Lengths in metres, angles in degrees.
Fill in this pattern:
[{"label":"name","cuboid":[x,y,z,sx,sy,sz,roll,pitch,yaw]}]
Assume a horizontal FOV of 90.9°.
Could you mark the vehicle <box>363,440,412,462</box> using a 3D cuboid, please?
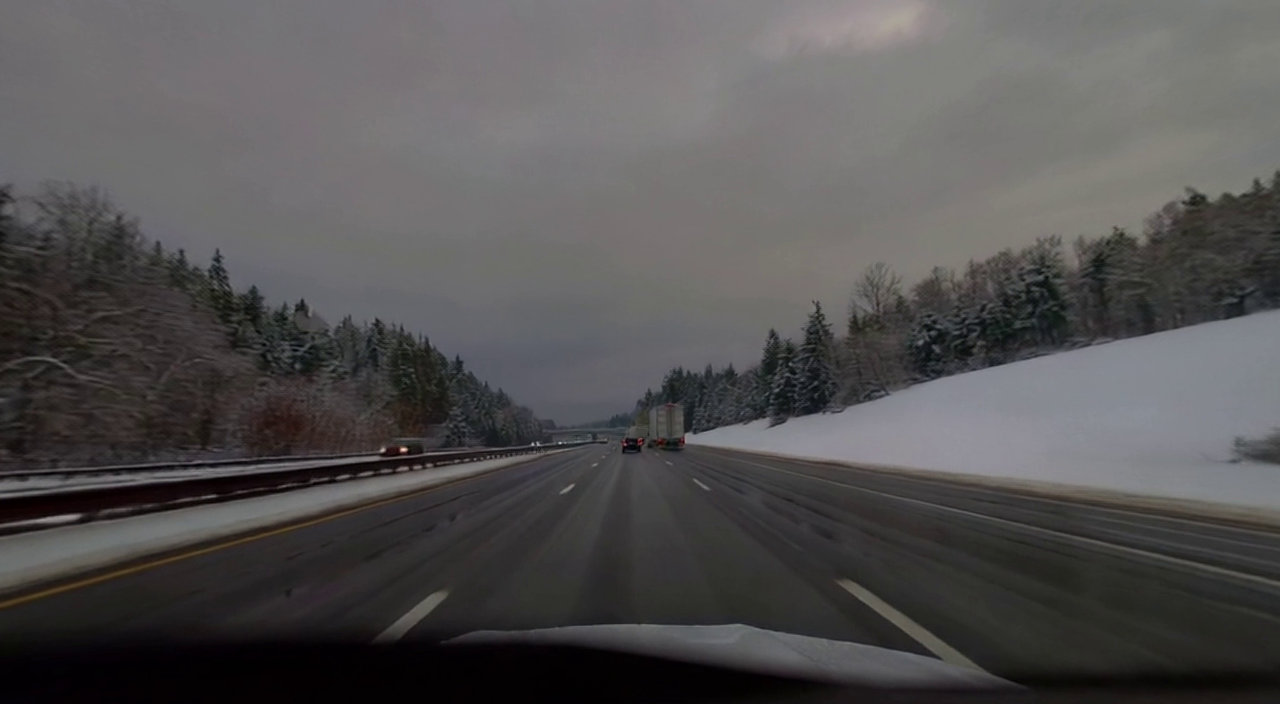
[{"label":"vehicle","cuboid":[-17.248,6.758,43.263,1.719,1.428,3.944,0,-8,-1]}]
